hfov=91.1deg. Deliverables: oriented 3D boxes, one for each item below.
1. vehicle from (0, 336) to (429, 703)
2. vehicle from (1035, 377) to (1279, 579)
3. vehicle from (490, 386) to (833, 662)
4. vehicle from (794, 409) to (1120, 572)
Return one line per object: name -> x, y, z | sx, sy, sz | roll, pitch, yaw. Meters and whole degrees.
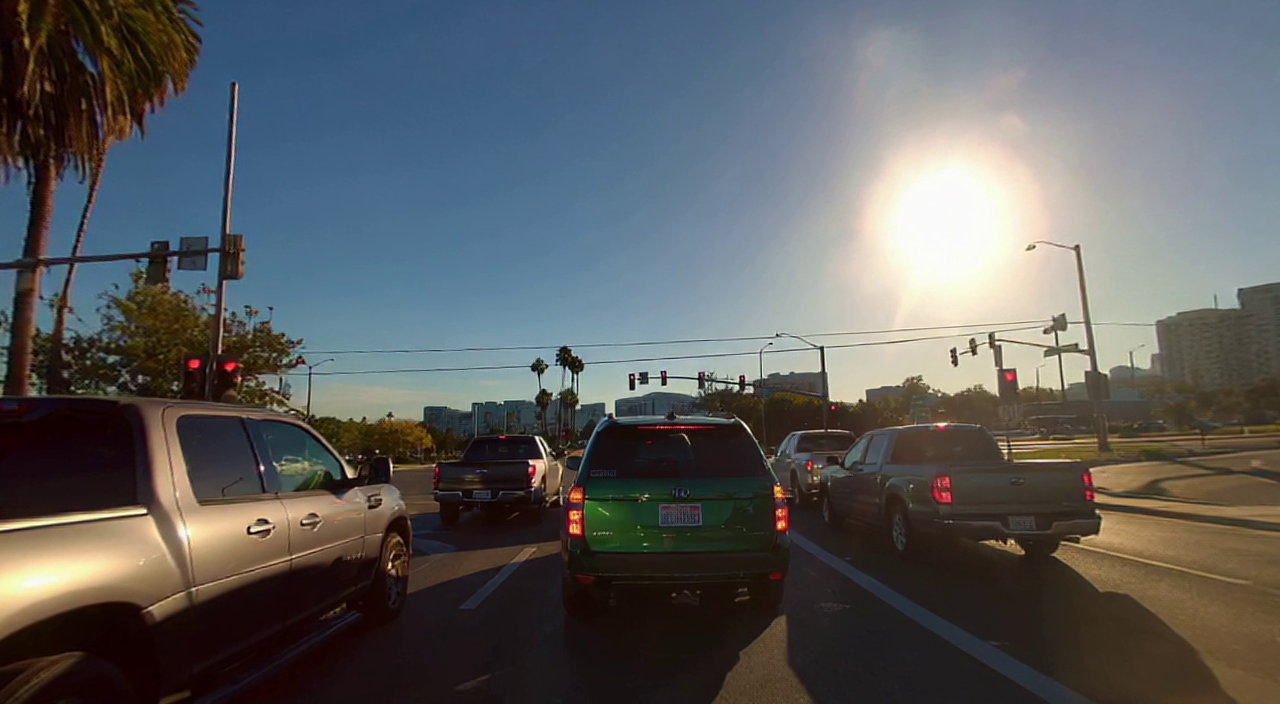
vehicle -> -3.165, 1.086, 3.902 | 2.171, 1.702, 4.416 | 0, -9, 0
vehicle -> 7.327, 1.335, 6.858 | 2.337, 1.925, 5.728 | 0, -8, 1
vehicle -> 0.162, 1.373, 6.052 | 2.123, 1.704, 4.128 | 0, -9, 1
vehicle -> 4.003, 1.852, 9.293 | 2.072, 1.704, 5.170 | 0, -9, 0
